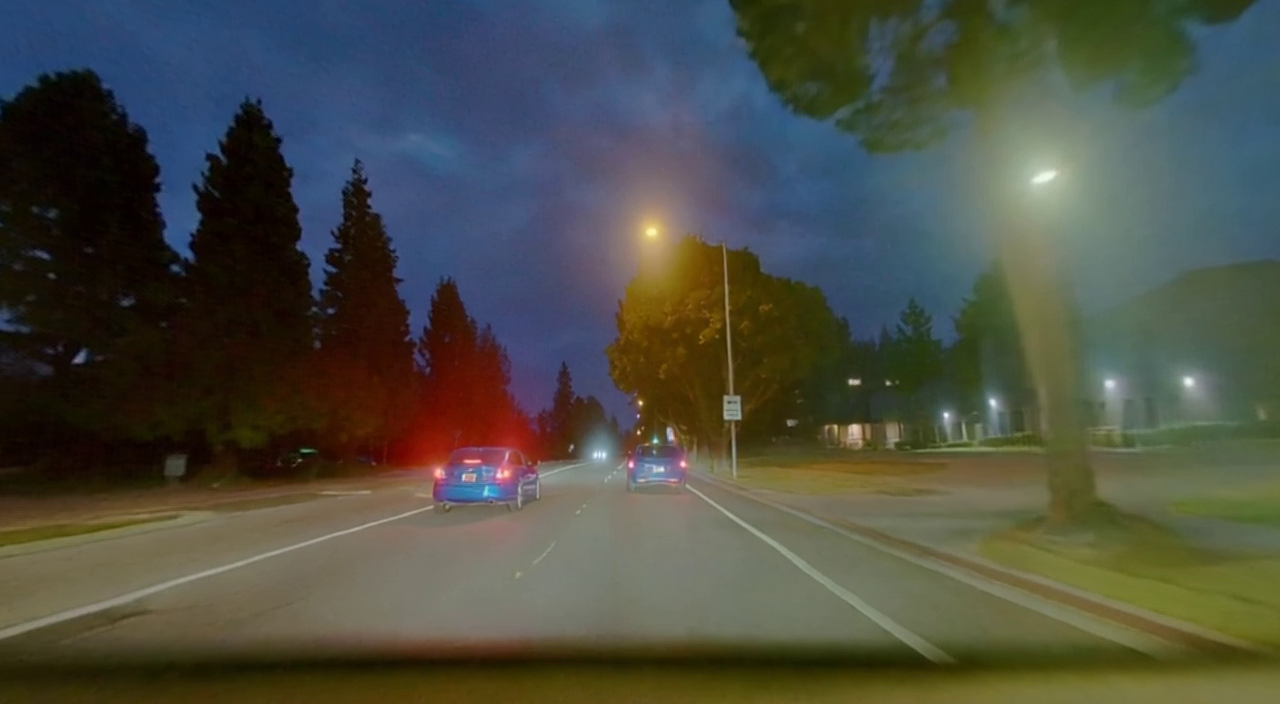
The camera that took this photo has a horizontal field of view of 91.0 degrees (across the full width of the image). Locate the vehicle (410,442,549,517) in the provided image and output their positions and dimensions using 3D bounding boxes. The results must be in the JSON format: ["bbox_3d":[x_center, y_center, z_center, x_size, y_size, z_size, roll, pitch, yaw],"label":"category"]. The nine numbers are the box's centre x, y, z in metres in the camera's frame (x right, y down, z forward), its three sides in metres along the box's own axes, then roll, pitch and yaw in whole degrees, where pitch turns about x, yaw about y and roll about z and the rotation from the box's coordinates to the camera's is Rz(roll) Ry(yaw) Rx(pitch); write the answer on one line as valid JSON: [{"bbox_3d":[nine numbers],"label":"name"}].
[{"bbox_3d":[-3.426,2.800,14.317,2.036,1.447,4.044,0,-9,1],"label":"vehicle"}]

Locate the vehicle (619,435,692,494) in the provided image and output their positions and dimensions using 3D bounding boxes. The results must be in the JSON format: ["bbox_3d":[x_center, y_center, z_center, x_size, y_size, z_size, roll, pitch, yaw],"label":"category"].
[{"bbox_3d":[0.397,3.802,21.610,2.215,1.799,4.426,0,-9,-2],"label":"vehicle"}]
